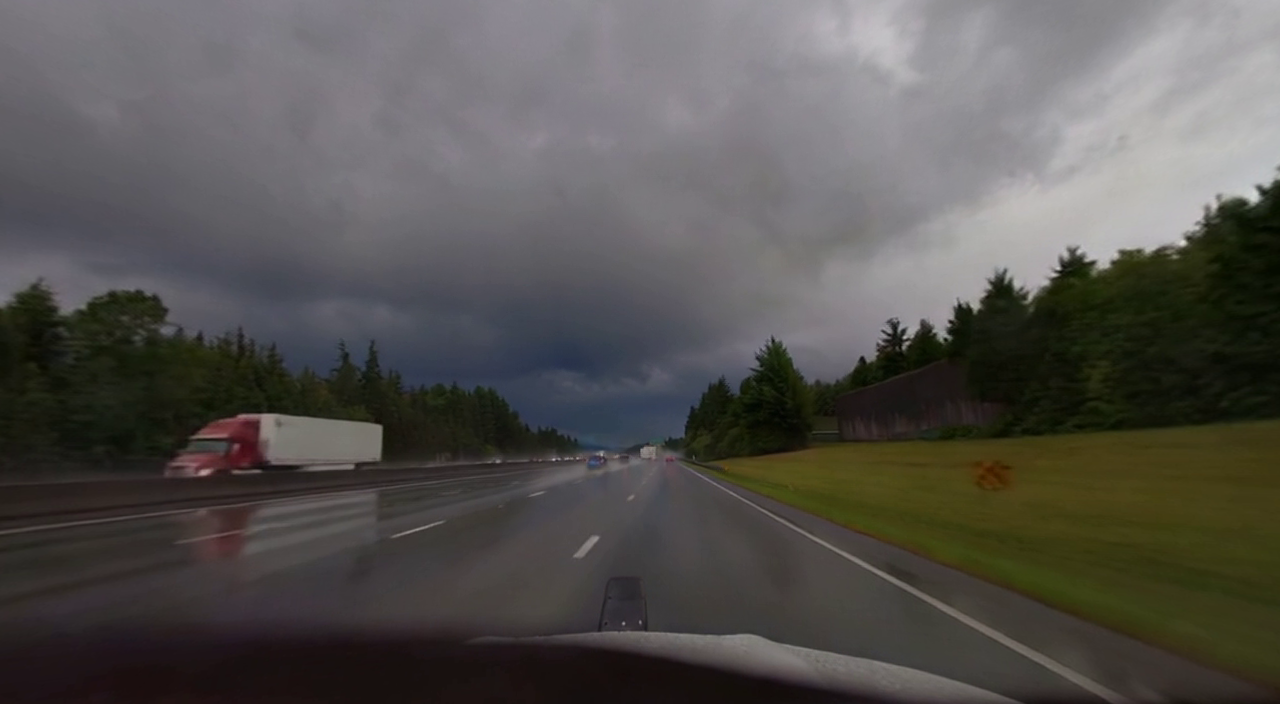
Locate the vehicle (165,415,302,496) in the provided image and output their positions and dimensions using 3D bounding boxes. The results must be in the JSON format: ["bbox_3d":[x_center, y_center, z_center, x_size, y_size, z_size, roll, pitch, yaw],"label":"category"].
[{"bbox_3d":[-20.951,5.398,32.972,2.894,3.817,5.897,-1,-9,2],"label":"vehicle"}]
